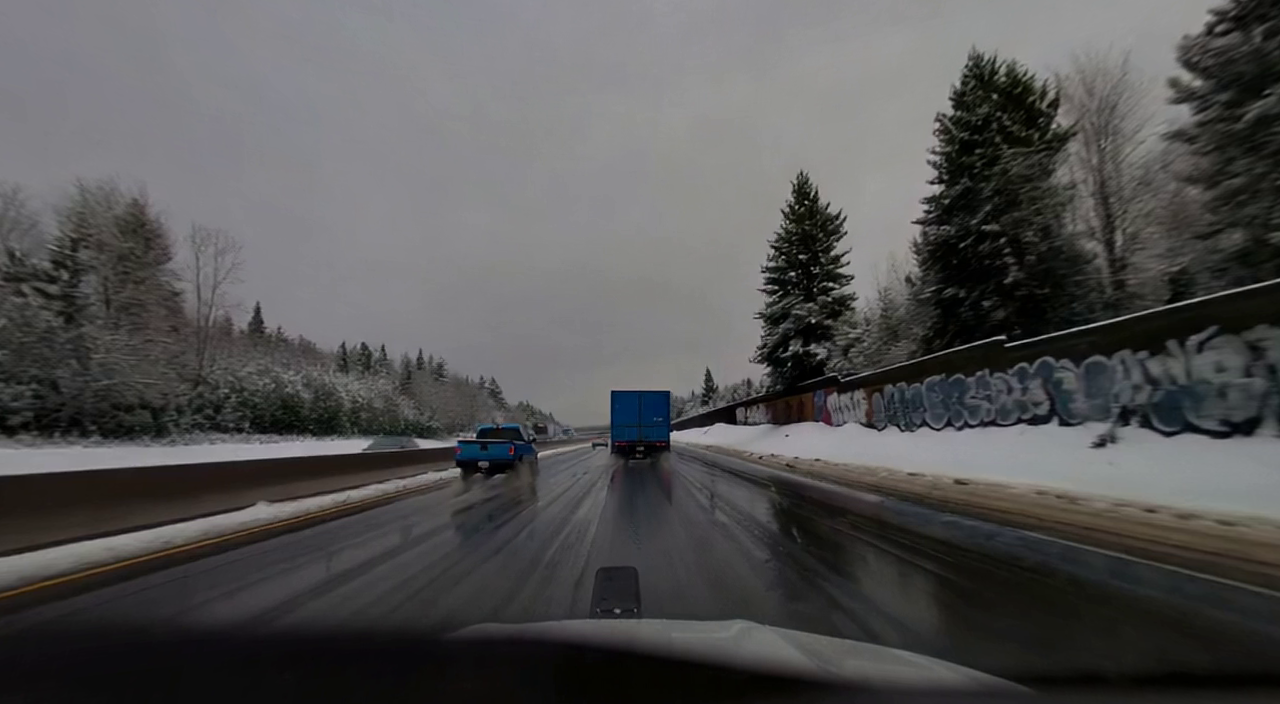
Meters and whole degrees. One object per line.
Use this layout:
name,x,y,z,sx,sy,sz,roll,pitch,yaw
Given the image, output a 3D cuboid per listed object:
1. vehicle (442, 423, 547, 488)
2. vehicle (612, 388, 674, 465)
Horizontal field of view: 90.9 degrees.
vehicle,-4.053,2.946,18.326,2.058,1.645,4.130,0,-8,0
vehicle,0.048,4.137,34.418,2.927,3.649,9.443,0,-8,-1
